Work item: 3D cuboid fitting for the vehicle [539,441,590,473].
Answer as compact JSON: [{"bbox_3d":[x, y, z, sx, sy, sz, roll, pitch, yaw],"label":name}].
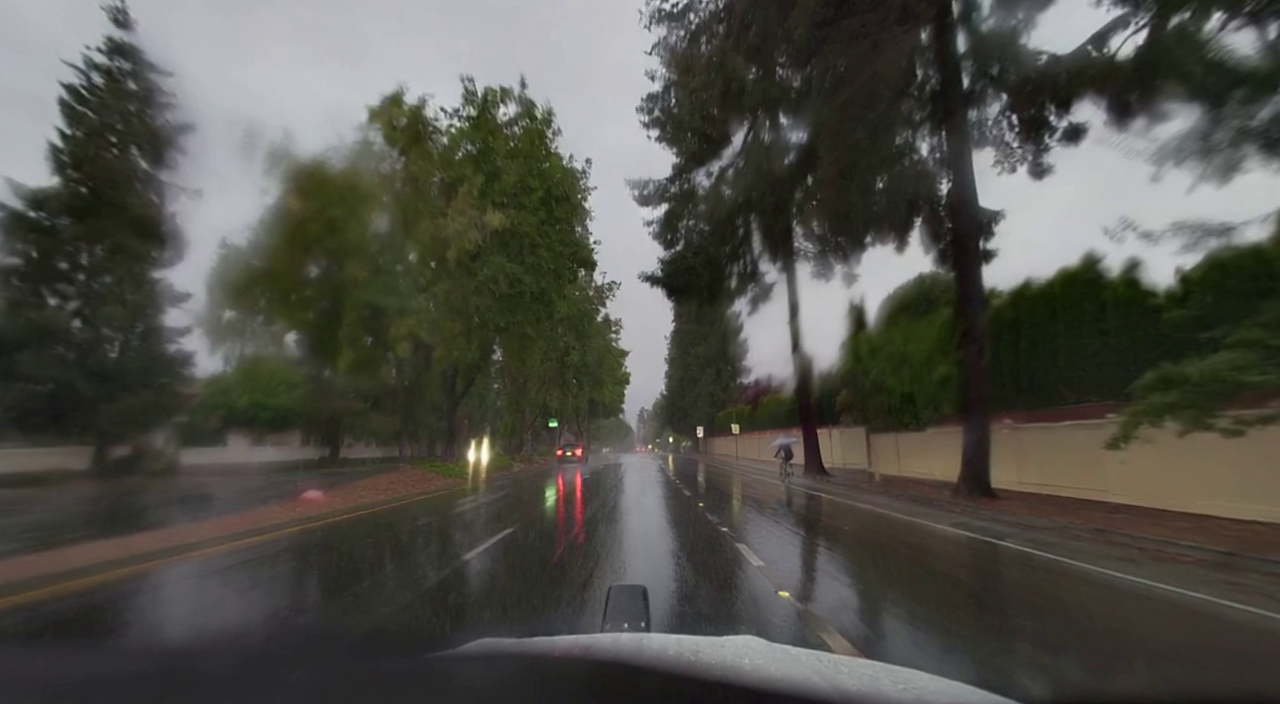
[{"bbox_3d":[-3.715,5.251,31.850,2.011,1.480,4.517,0,-9,0],"label":"vehicle"}]
